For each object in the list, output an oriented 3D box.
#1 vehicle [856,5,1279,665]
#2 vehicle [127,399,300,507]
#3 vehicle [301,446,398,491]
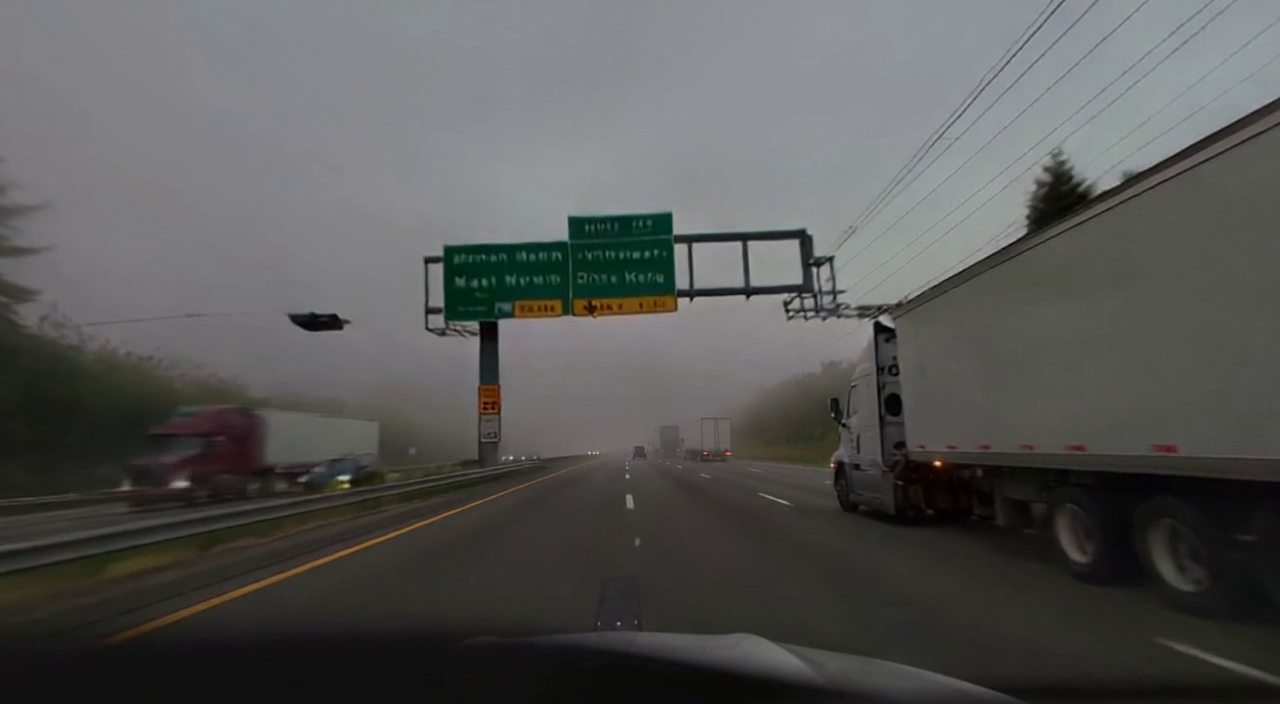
[{"bbox_3d":[5.300,0.186,5.875,2.869,4.048,8.895,0,-9,-3],"label":"vehicle"},{"bbox_3d":[-17.656,4.245,26.681,2.962,4.023,6.073,0,-9,-2],"label":"vehicle"},{"bbox_3d":[-13.902,5.567,30.473,2.464,1.975,4.855,0,-9,-1],"label":"vehicle"}]
